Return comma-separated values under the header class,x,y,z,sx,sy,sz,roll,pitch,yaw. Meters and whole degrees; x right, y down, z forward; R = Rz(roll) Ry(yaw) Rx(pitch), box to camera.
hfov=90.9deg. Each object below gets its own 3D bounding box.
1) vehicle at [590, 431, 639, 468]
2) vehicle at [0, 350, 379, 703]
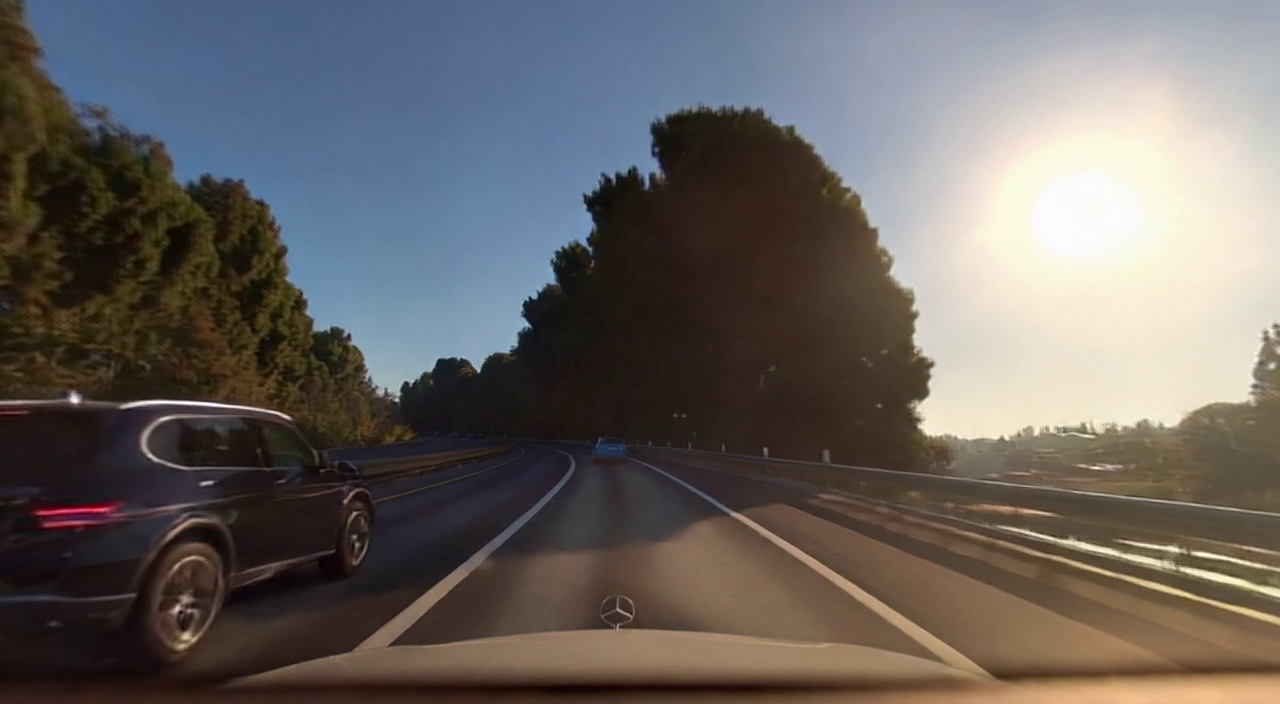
class,x,y,z,sx,sy,sz,roll,pitch,yaw
vehicle,-1.439,5.231,33.944,2.452,1.857,4.022,1,-8,-4
vehicle,-4.246,1.232,5.351,2.053,1.847,4.760,0,-8,-1
